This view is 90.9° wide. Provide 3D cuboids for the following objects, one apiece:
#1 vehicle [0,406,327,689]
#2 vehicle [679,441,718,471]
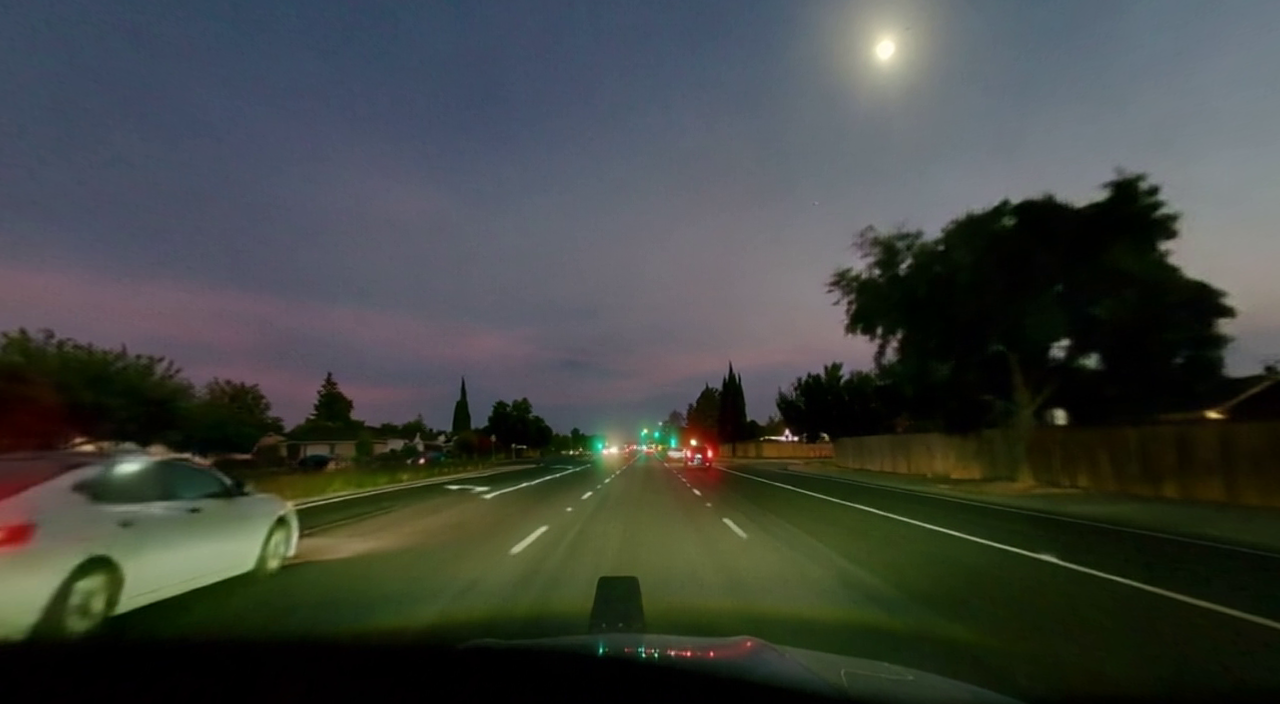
[{"bbox_3d":[-4.531,1.298,5.000,1.966,1.524,4.410,0,-8,-2],"label":"vehicle"},{"bbox_3d":[3.737,6.736,41.086,2.114,1.780,4.445,0,-8,0],"label":"vehicle"}]
